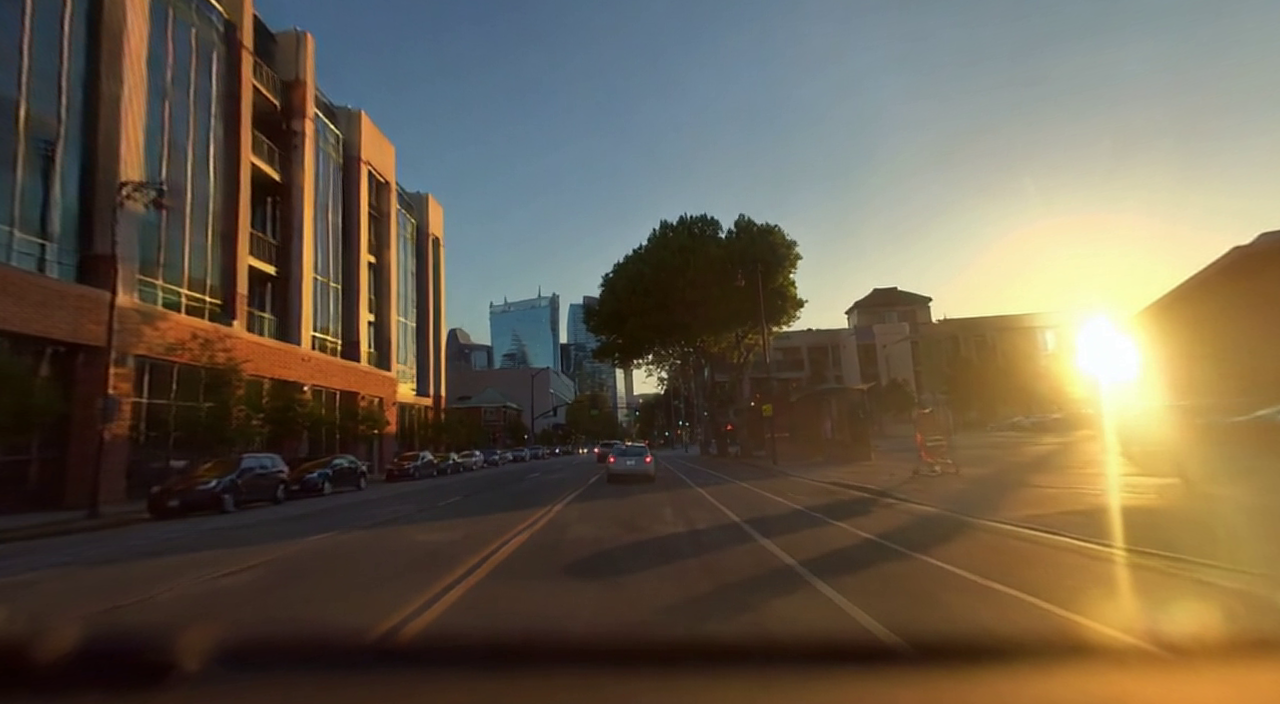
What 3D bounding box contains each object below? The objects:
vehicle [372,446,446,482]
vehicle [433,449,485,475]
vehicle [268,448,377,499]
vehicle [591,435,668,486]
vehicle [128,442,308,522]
[{"bbox_3d":[-11.915,5.785,32.979,2.077,1.732,4.704,0,-8,1],"label":"vehicle"},{"bbox_3d":[-11.675,7.095,41.125,1.991,1.507,4.879,0,-8,0],"label":"vehicle"},{"bbox_3d":[-11.847,4.523,23.975,1.881,1.686,4.451,0,-8,-1],"label":"vehicle"},{"bbox_3d":[-0.296,3.473,20.510,2.269,1.479,3.980,0,-8,0],"label":"vehicle"},{"bbox_3d":[-11.950,3.648,18.389,2.114,1.938,4.590,-1,-8,-1],"label":"vehicle"}]
